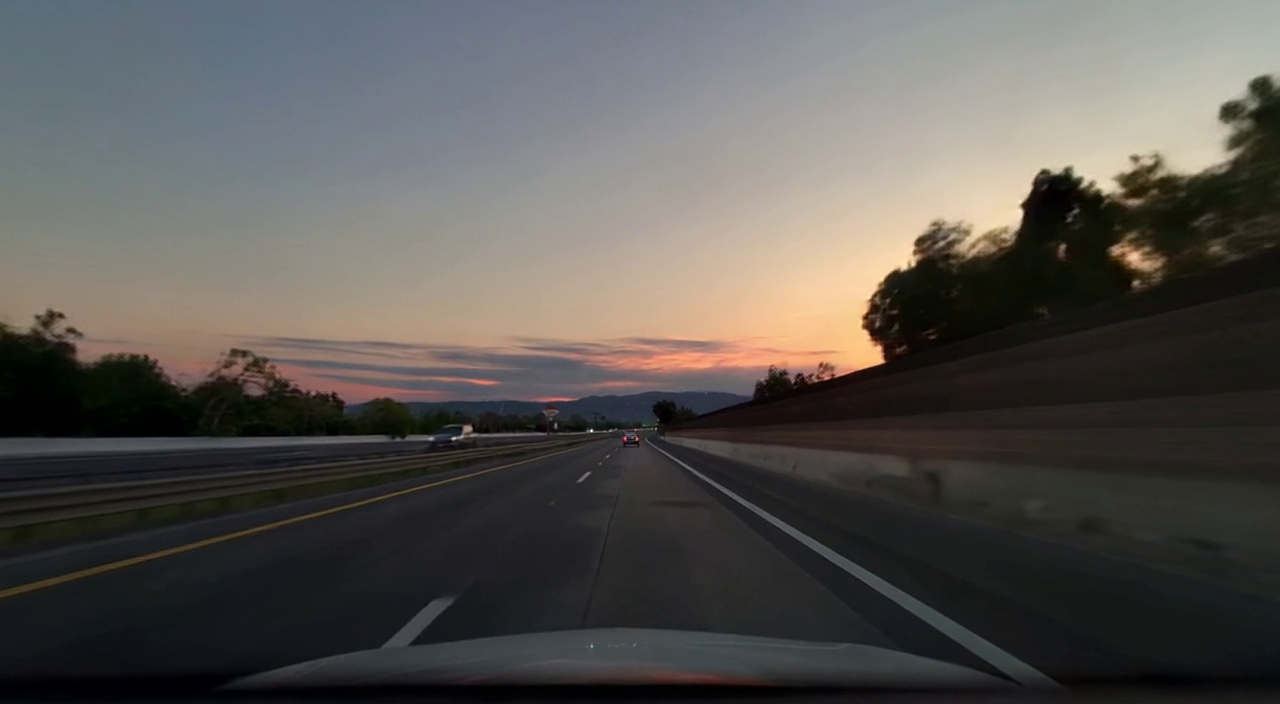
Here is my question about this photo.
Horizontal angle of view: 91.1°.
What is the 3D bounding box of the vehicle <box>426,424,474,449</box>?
[{"bbox_3d":[-13.308,5.958,44.234,1.906,1.617,4.606,0,-8,1],"label":"vehicle"}]
